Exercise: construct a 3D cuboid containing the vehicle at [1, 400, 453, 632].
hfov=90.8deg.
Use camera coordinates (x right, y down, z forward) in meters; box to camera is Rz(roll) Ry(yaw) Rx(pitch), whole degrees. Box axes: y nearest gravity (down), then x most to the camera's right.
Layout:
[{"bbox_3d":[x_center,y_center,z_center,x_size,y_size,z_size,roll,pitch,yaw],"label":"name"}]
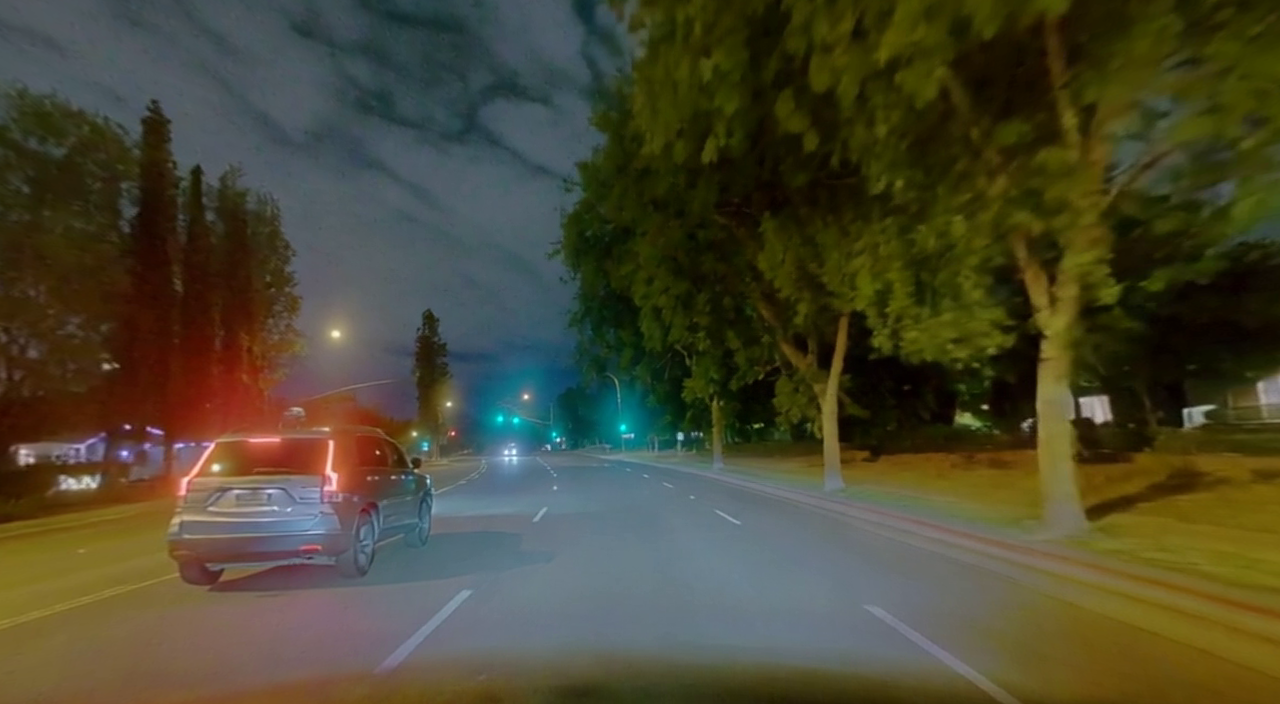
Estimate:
[{"bbox_3d":[-3.855,1.585,7.177,2.175,1.772,4.442,0,-8,-1],"label":"vehicle"}]
